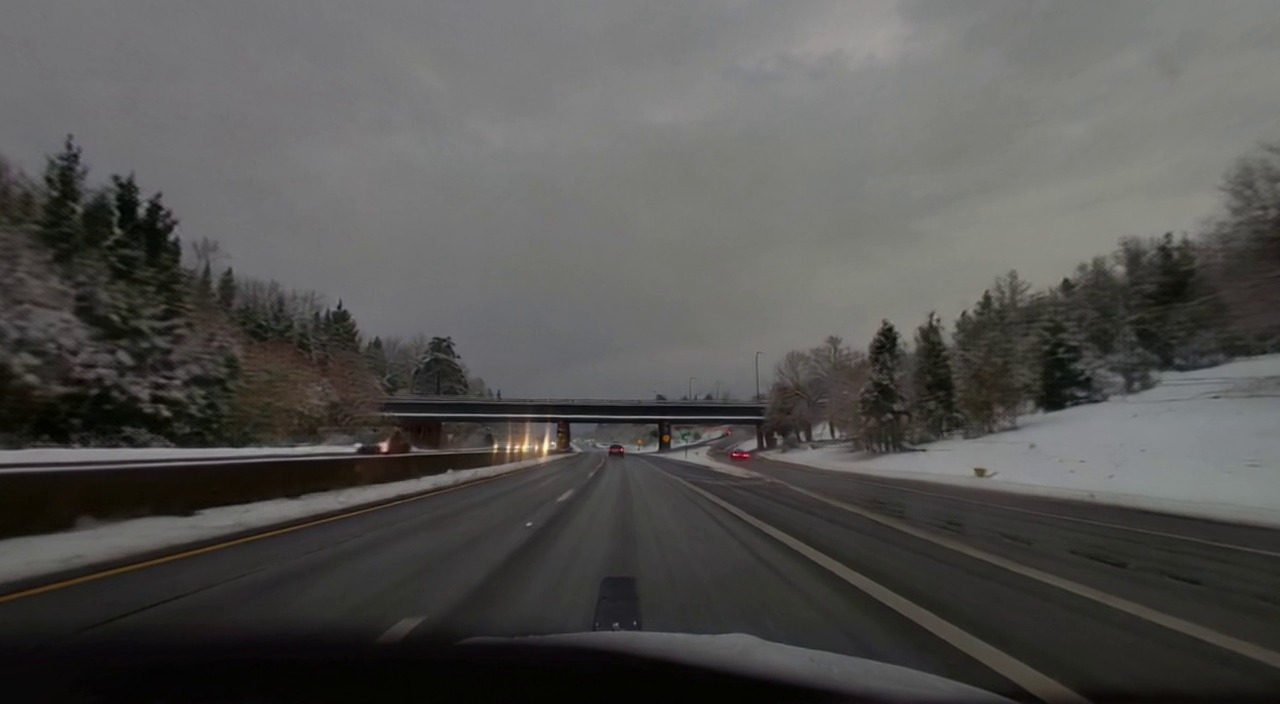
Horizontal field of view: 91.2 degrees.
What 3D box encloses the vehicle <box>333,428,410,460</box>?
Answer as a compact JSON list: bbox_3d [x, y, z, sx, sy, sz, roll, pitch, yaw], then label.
[{"bbox_3d":[-14.040,4.868,33.061,1.983,1.549,4.681,0,-9,0],"label":"vehicle"}]
